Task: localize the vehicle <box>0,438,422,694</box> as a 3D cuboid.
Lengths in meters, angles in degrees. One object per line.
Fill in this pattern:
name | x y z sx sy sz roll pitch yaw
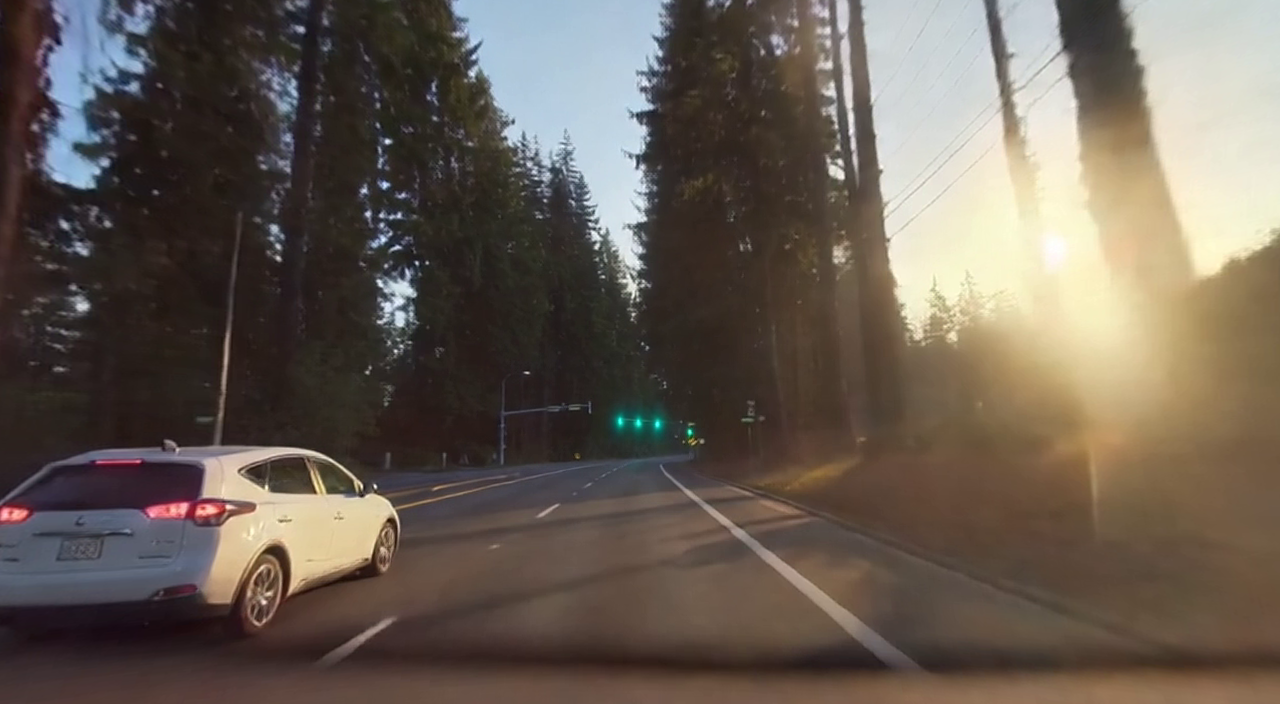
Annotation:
vehicle | -3.716 1.544 5.754 1.946 1.437 4.154 0 -9 0
